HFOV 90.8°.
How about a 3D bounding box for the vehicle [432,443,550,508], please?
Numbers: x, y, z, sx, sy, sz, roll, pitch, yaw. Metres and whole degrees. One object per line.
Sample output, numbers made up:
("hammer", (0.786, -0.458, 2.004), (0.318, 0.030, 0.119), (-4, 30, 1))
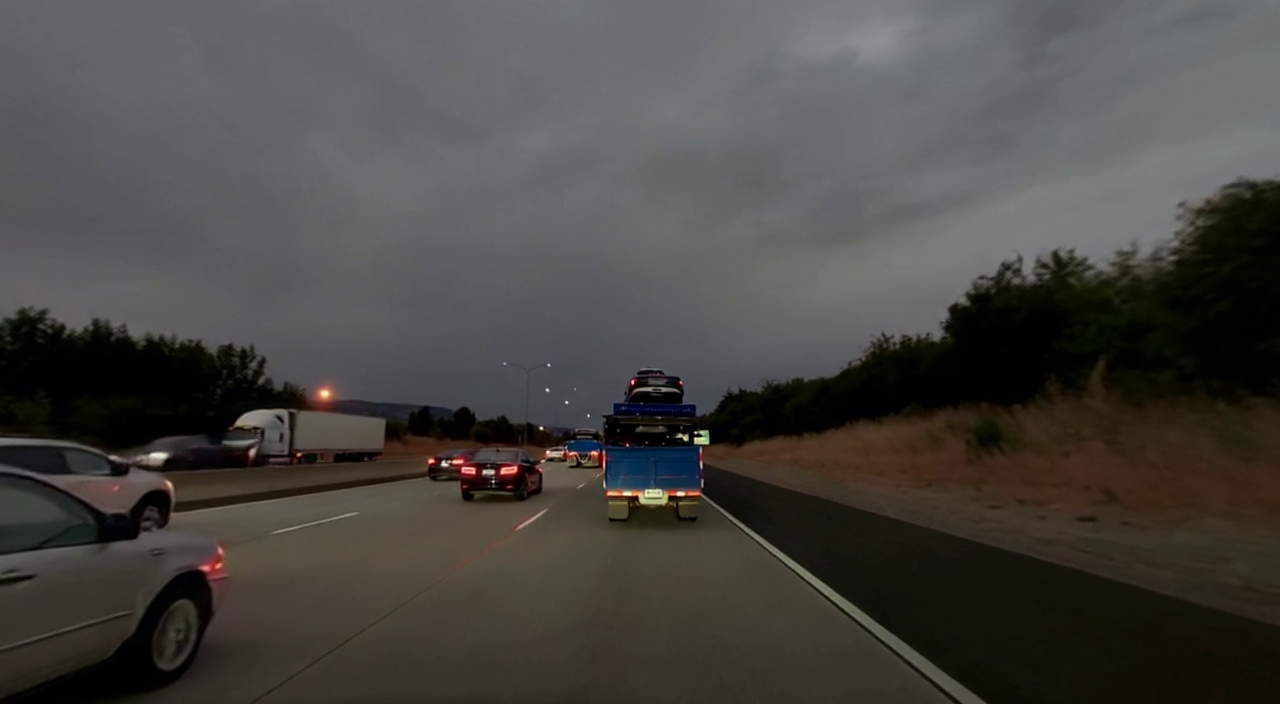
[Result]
("vehicle", (-3.760, 3.210, 16.840), (1.947, 1.470, 4.526), (0, -9, 1))

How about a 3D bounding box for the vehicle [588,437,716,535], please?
("vehicle", (0.176, 2.357, 11.593), (1.991, 1.507, 3.391), (0, -9, 0))

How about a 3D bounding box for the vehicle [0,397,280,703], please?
("vehicle", (-3.369, 0.892, 2.071), (2.149, 1.497, 3.753), (0, -9, 0))
